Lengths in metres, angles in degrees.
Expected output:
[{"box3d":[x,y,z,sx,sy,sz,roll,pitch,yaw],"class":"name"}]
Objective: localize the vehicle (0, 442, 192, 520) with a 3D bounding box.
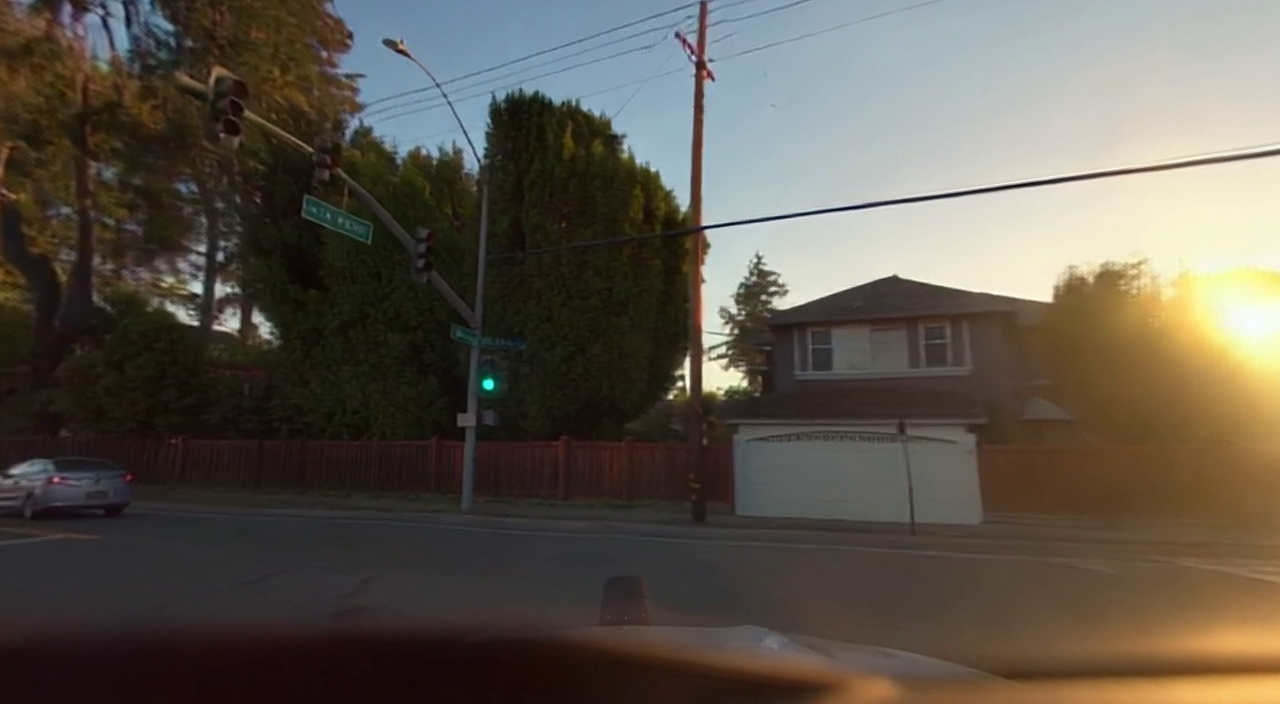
[{"box3d":[-12.610,2.786,14.165,4.512,1.506,2.078,-4,-9,25],"class":"vehicle"}]
